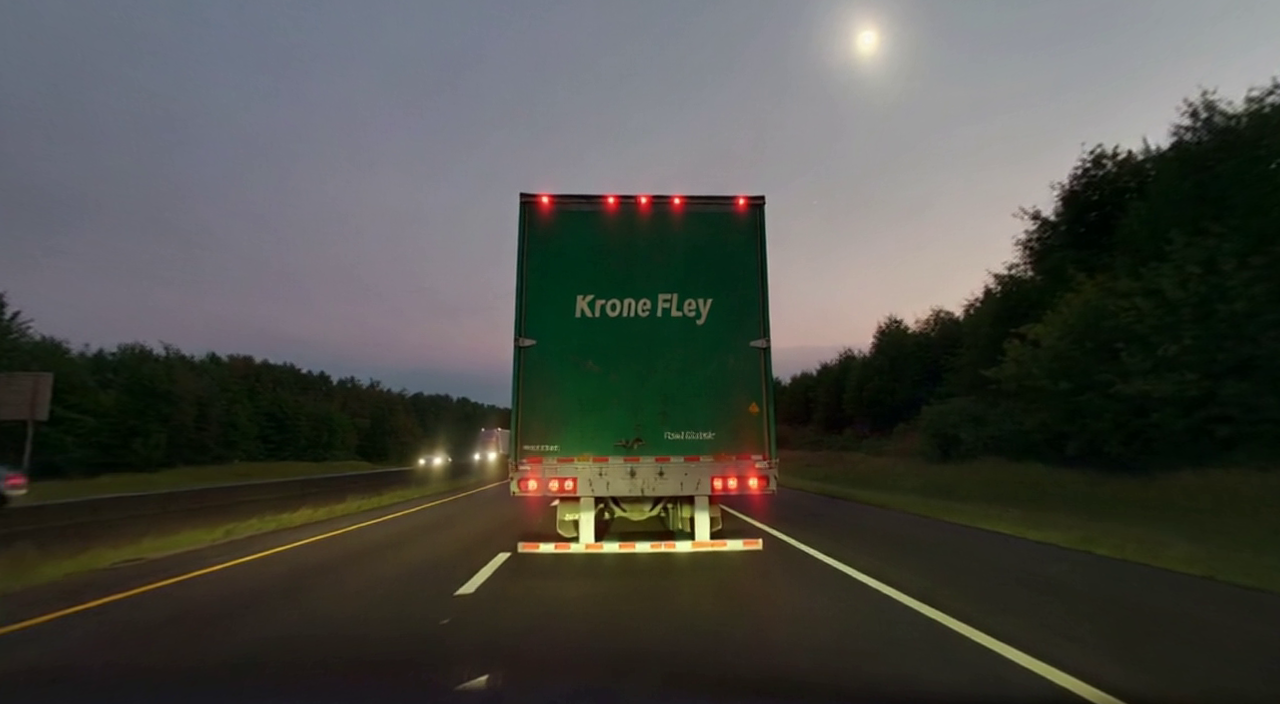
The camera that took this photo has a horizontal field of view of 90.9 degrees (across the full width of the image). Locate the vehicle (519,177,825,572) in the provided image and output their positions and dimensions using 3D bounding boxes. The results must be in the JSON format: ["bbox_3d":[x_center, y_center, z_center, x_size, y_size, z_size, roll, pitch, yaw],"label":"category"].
[{"bbox_3d":[0.160,1.282,14.091,3.230,4.377,14.405,0,-9,-1],"label":"vehicle"}]
